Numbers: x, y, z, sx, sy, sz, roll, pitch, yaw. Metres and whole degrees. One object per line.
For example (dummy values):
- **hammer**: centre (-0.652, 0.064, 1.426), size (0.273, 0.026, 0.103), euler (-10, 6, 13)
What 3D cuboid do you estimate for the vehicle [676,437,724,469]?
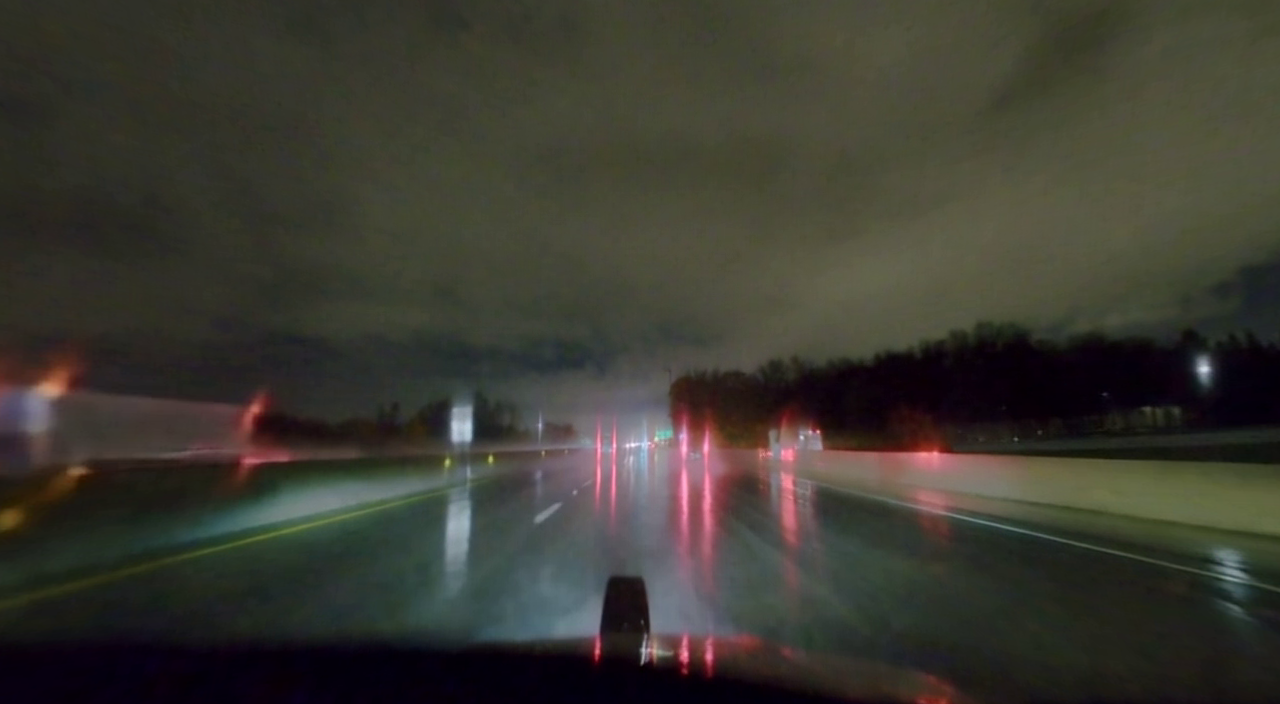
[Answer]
- **vehicle**: centre (3.262, 5.603, 34.947), size (2.202, 1.682, 4.188), euler (0, -8, 0)

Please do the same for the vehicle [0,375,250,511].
- **vehicle**: centre (-21.114, 3.561, 24.338), size (3.003, 4.108, 14.055), euler (0, -8, 0)

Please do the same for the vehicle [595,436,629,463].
- **vehicle**: centre (-2.138, 7.628, 49.194), size (2.291, 2.052, 4.887), euler (0, -9, 1)
